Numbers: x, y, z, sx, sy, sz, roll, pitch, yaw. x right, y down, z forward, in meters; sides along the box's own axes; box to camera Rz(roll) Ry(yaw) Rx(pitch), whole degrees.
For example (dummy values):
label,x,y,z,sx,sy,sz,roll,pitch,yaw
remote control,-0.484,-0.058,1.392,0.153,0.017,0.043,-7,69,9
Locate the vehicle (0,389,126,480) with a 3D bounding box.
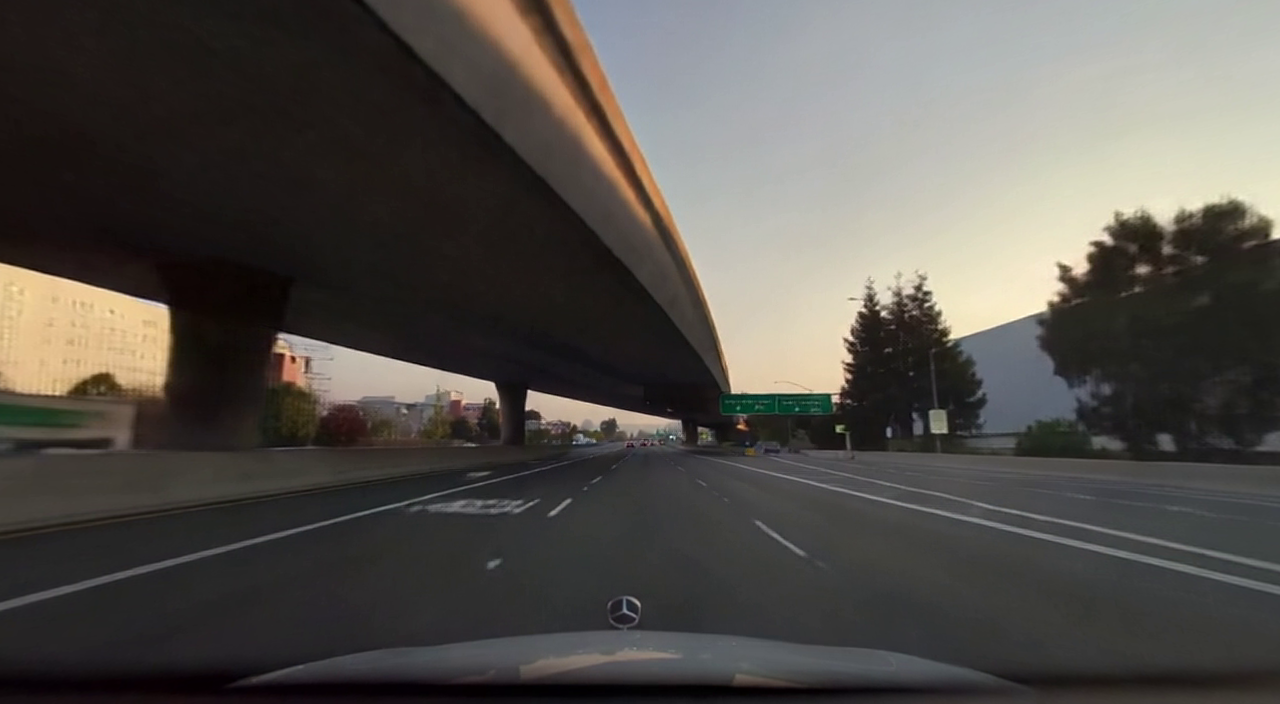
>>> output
label,x,y,z,sx,sy,sz,roll,pitch,yaw
vehicle,-31.183,3.632,27.863,2.946,4.172,16.350,0,-9,1
